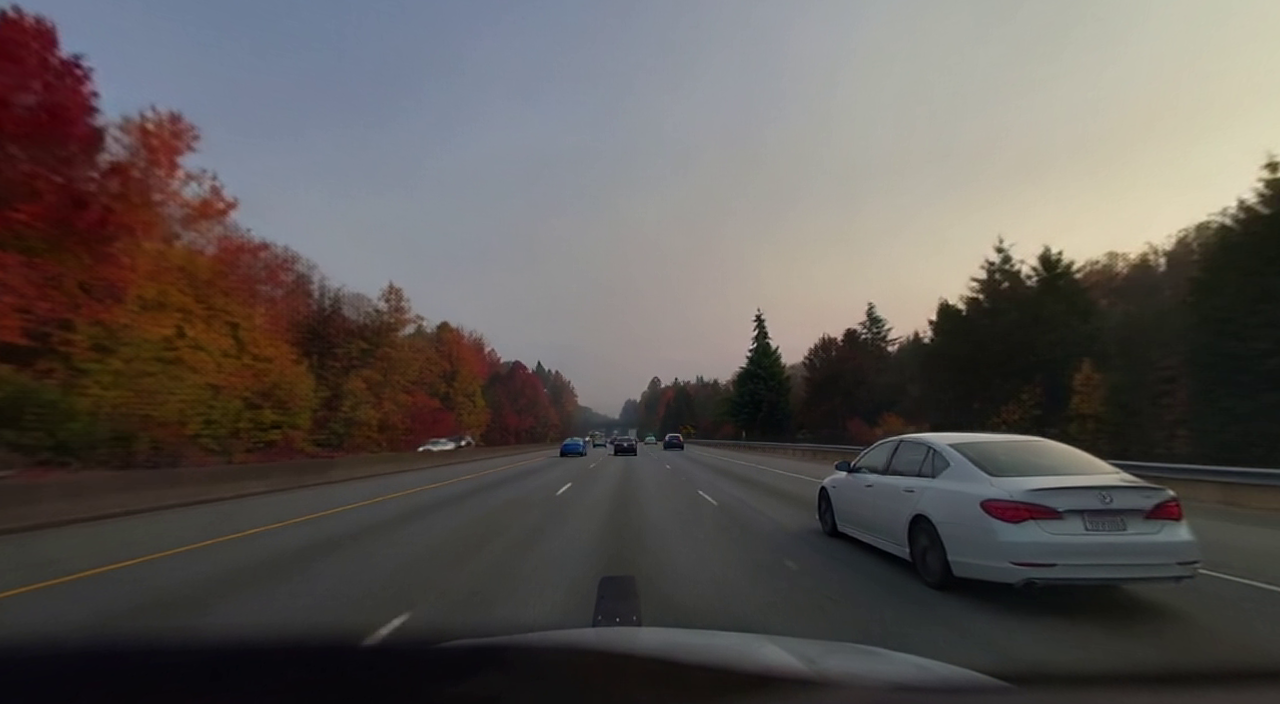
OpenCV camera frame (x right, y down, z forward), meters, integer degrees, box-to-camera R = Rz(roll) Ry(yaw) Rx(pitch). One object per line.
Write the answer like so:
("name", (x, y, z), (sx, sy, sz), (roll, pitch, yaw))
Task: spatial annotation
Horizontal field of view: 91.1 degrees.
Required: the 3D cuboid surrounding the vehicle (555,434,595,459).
("vehicle", (-4.116, 6.078, 40.520), (2.103, 1.507, 4.367), (0, -8, 0))
